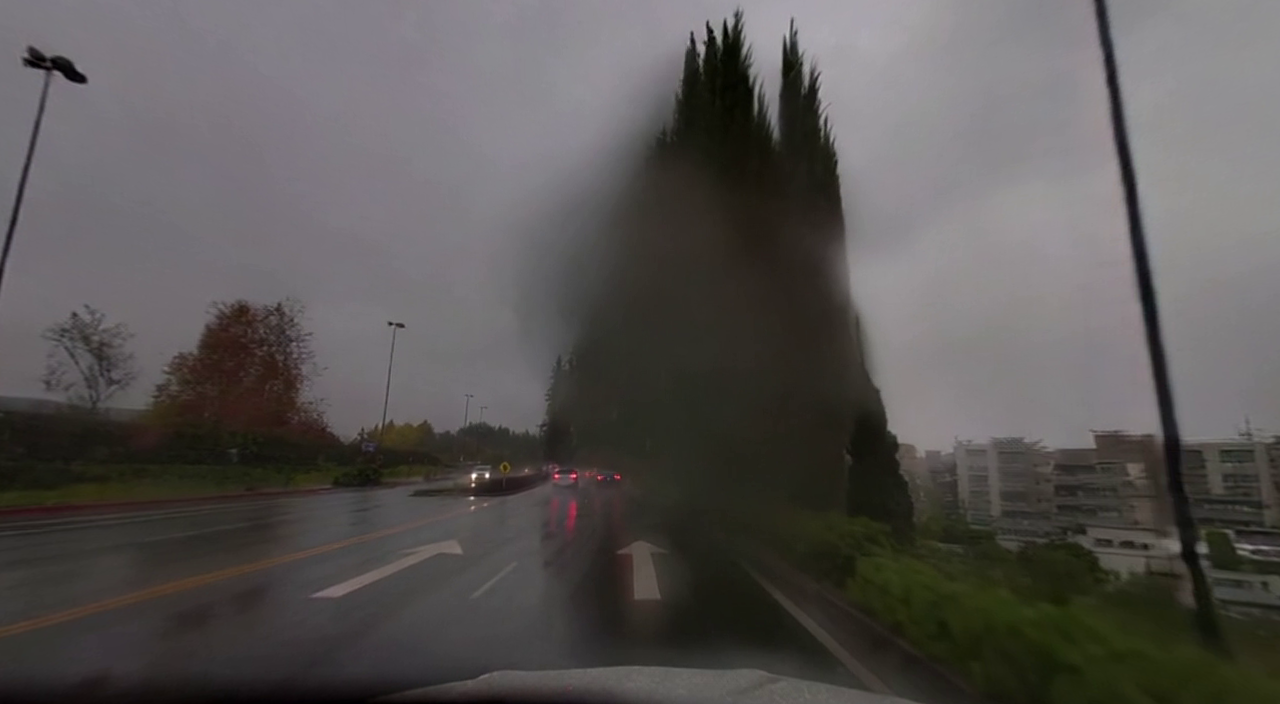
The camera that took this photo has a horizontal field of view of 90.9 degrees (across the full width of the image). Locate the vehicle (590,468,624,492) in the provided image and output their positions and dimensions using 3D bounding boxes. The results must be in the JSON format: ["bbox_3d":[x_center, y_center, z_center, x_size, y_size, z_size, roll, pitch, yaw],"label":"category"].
[{"bbox_3d":[-2.365,8.949,44.216,2.129,1.471,4.258,2,-11,-6],"label":"vehicle"}]
